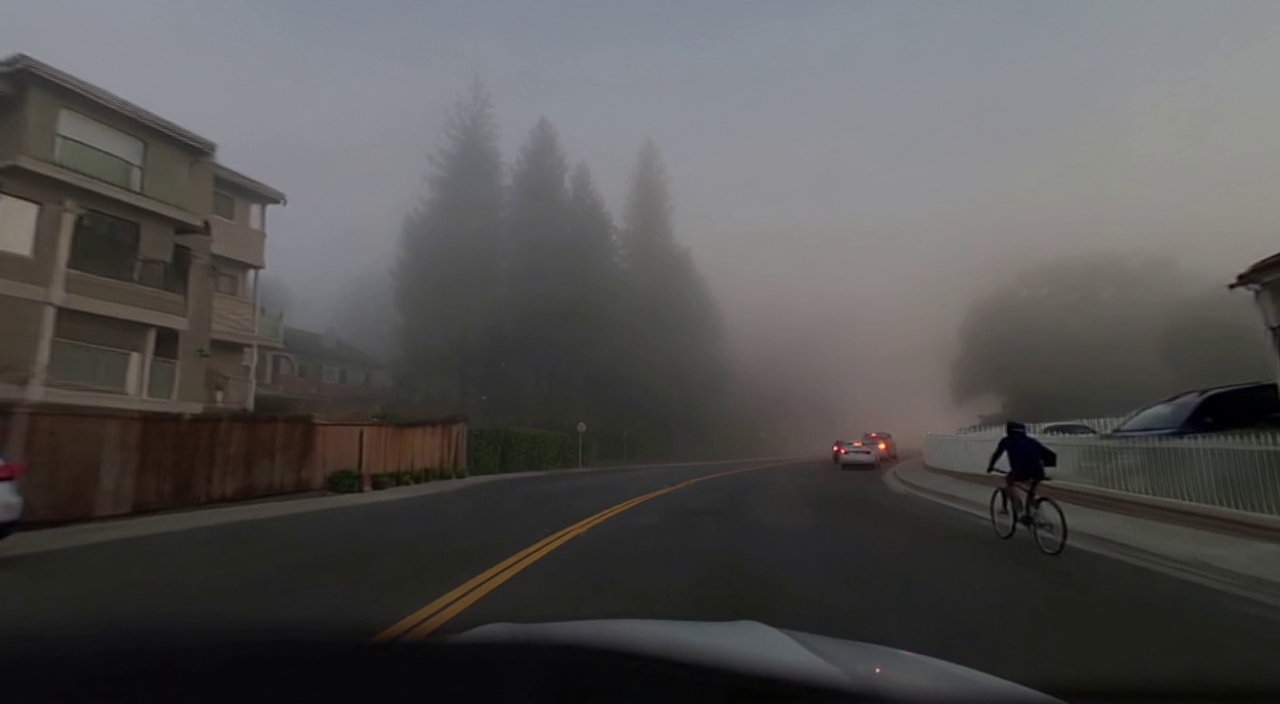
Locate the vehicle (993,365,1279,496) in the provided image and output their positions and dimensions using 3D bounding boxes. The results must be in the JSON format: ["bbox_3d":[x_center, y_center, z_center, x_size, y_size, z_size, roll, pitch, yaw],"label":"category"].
[{"bbox_3d":[10.773,1.462,12.311,6.099,1.973,2.450,-6,-9,7],"label":"vehicle"}]

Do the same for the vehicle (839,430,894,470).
[{"bbox_3d":[10.644,4.560,29.518,2.105,1.705,4.392,-4,-9,22],"label":"vehicle"}]
